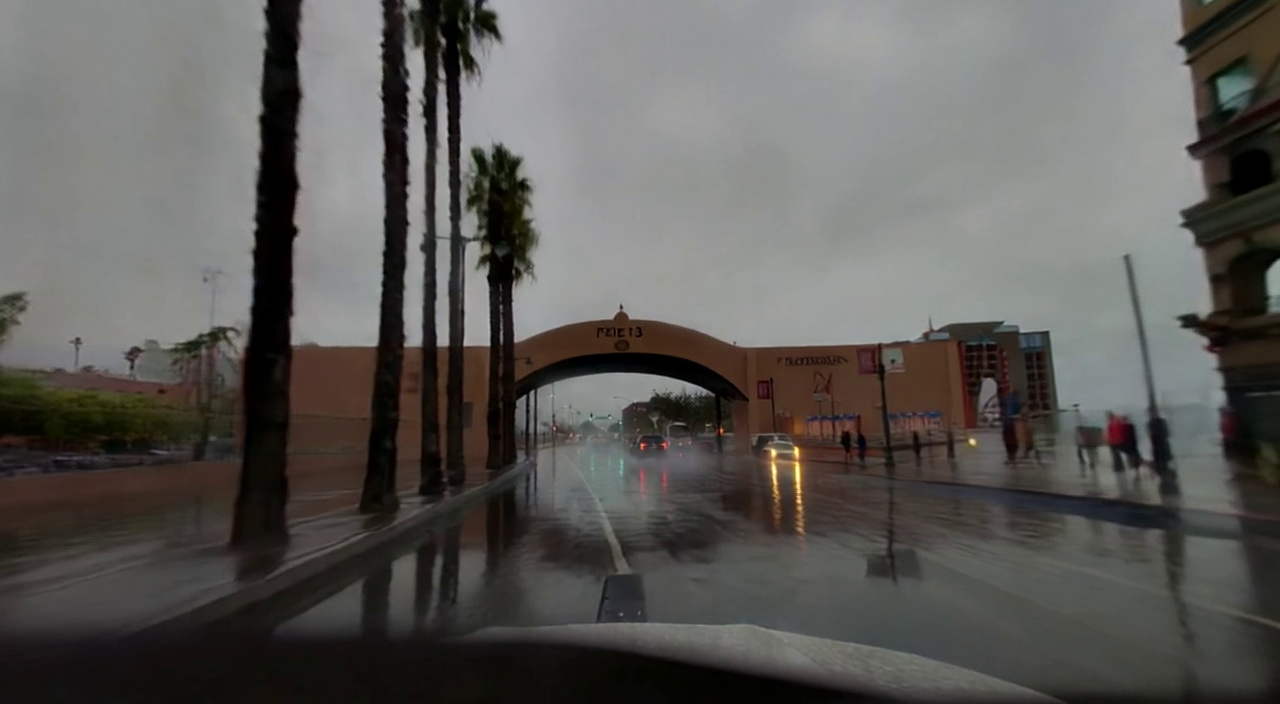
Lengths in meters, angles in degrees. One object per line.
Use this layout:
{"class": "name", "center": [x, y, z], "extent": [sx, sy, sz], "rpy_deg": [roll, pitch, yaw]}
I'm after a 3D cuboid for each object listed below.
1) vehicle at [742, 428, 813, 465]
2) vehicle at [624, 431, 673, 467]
{"class": "vehicle", "center": [8.145, 5.694, 38.191], "extent": [2.417, 2.030, 5.711], "rpy_deg": [1, -8, -7]}
{"class": "vehicle", "center": [0.369, 5.921, 38.728], "extent": [2.284, 2.010, 6.670], "rpy_deg": [0, -8, -6]}
